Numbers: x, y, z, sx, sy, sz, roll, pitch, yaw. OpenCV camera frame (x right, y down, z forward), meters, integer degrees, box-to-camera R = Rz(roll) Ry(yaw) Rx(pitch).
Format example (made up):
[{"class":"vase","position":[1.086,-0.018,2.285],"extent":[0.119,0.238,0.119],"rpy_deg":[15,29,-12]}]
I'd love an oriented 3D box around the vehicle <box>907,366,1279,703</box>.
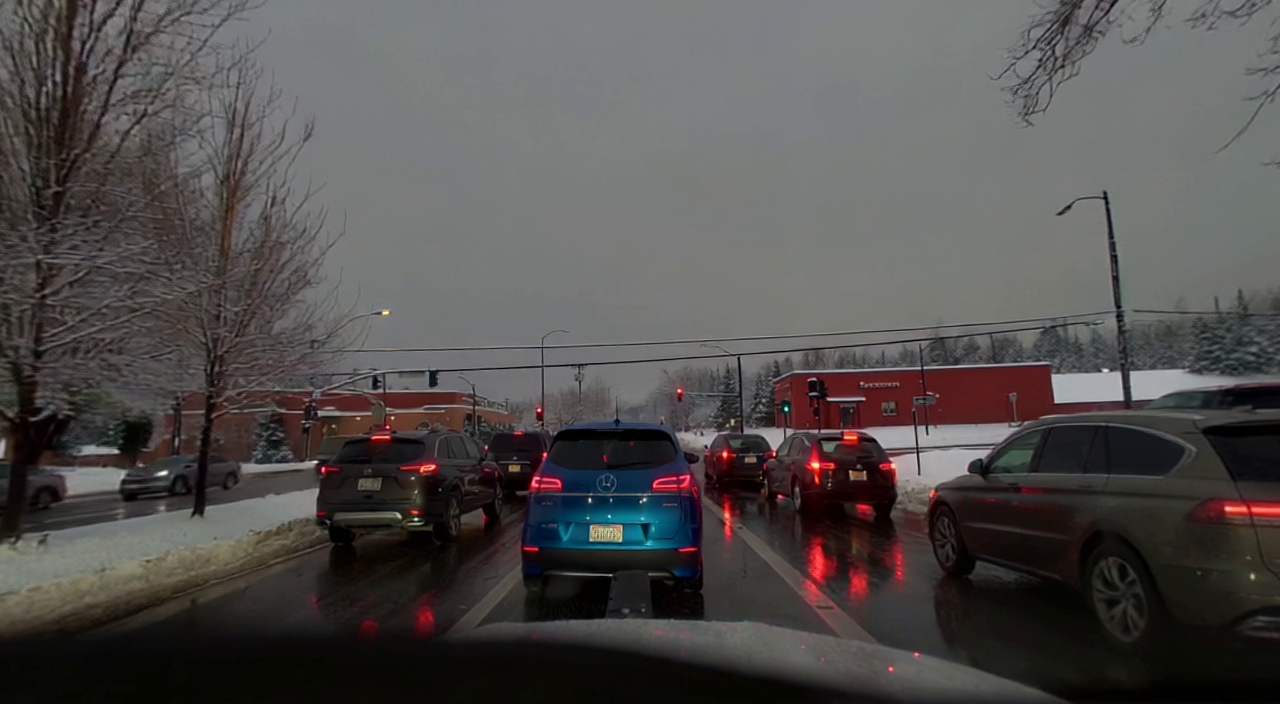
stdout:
[{"class":"vehicle","position":[4.156,1.264,5.389],"extent":[2.014,1.740,4.515],"rpy_deg":[0,-8,4]}]

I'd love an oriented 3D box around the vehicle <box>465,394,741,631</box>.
[{"class":"vehicle","position":[-0.152,1.470,6.727],"extent":[2.022,1.700,4.084],"rpy_deg":[0,-8,4]}]

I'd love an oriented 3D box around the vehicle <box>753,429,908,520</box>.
[{"class":"vehicle","position":[3.677,2.428,12.968],"extent":[1.847,1.554,3.885],"rpy_deg":[0,-8,-2]}]

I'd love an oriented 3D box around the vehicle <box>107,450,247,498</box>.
[{"class":"vehicle","position":[-15.741,4.133,21.728],"extent":[1.774,1.468,3.863],"rpy_deg":[0,-8,1]}]

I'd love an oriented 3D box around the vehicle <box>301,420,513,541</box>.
[{"class":"vehicle","position":[-3.759,2.148,11.172],"extent":[2.012,1.701,4.316],"rpy_deg":[0,-8,1]}]
